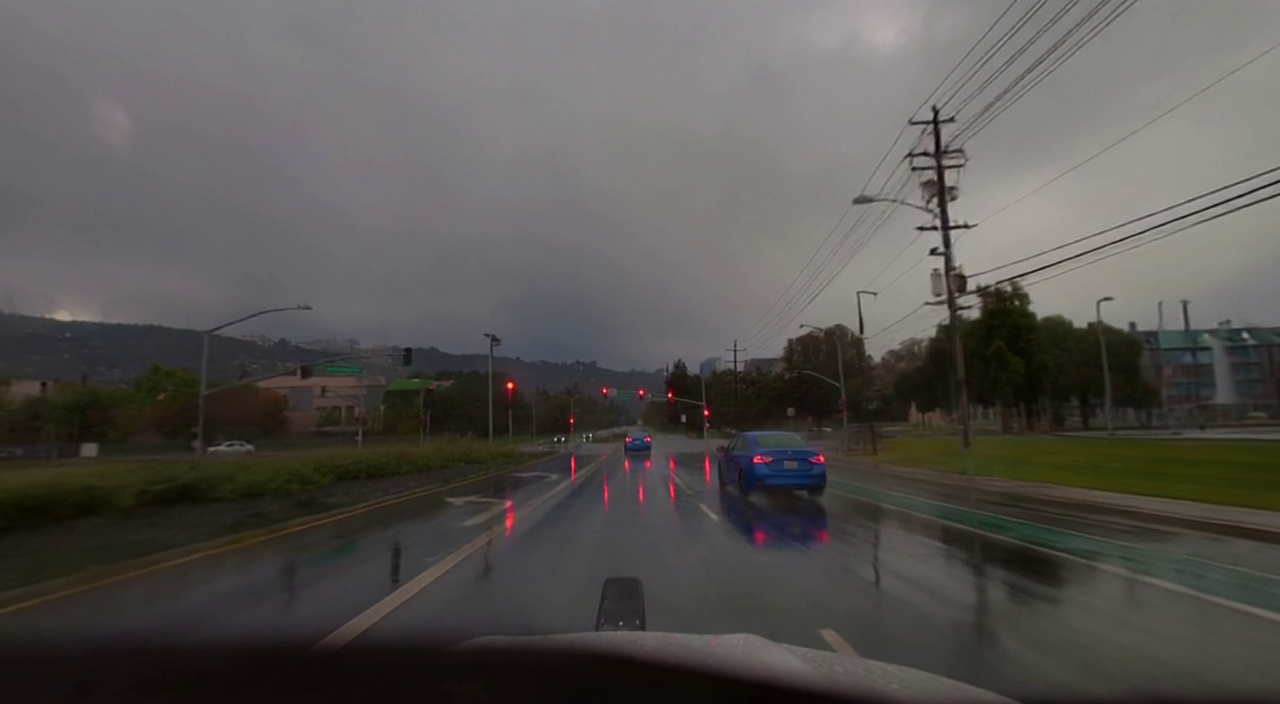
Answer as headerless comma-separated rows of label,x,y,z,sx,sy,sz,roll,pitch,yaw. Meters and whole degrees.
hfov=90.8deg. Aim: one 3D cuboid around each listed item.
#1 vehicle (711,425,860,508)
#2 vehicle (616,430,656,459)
vehicle,2.795,2.313,13.262,2.004,1.448,4.263,0,-8,-2
vehicle,-0.222,5.106,34.988,2.110,1.466,3.860,0,-8,-1
